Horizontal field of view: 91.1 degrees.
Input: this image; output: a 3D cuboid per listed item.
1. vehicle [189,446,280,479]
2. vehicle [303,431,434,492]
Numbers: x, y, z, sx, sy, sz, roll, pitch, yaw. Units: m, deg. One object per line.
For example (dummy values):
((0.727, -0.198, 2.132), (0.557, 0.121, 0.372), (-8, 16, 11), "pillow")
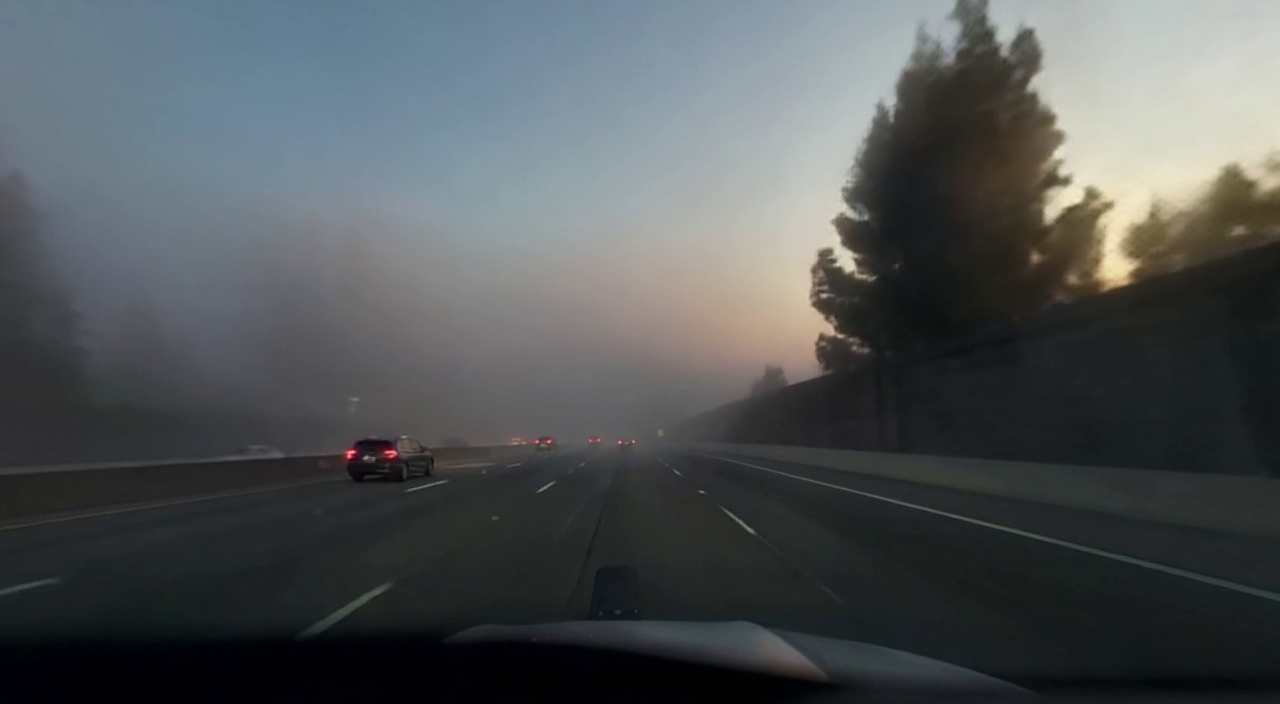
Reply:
((-20.596, 5.614, 32.158), (1.754, 1.491, 4.442), (0, -8, -1), "vehicle")
((-7.619, 3.075, 18.185), (1.972, 1.532, 4.222), (0, -8, -1), "vehicle")
